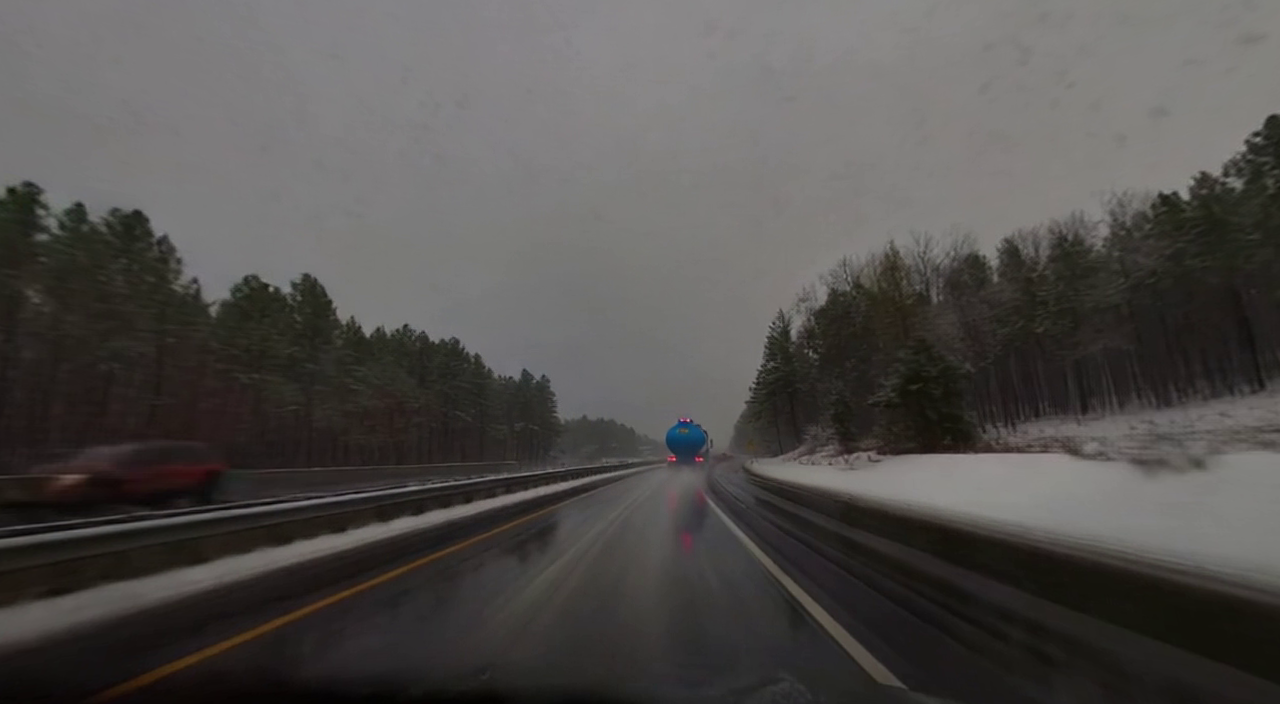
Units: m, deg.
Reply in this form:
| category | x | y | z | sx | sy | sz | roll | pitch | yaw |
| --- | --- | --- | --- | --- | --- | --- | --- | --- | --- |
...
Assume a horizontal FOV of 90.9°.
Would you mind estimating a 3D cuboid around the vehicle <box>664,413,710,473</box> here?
| category | x | y | z | sx | sy | sz | roll | pitch | yaw |
| --- | --- | --- | --- | --- | --- | --- | --- | --- | --- |
| vehicle | 3.632 | 6.782 | 46.851 | 2.907 | 3.747 | 13.318 | 0 | -9 | 6 |

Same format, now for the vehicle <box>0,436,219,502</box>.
| category | x | y | z | sx | sy | sz | roll | pitch | yaw |
| --- | --- | --- | --- | --- | --- | --- | --- | --- | --- |
| vehicle | -13.987 | 3.043 | 16.861 | 2.035 | 1.503 | 4.579 | -1 | -8 | 5 |
